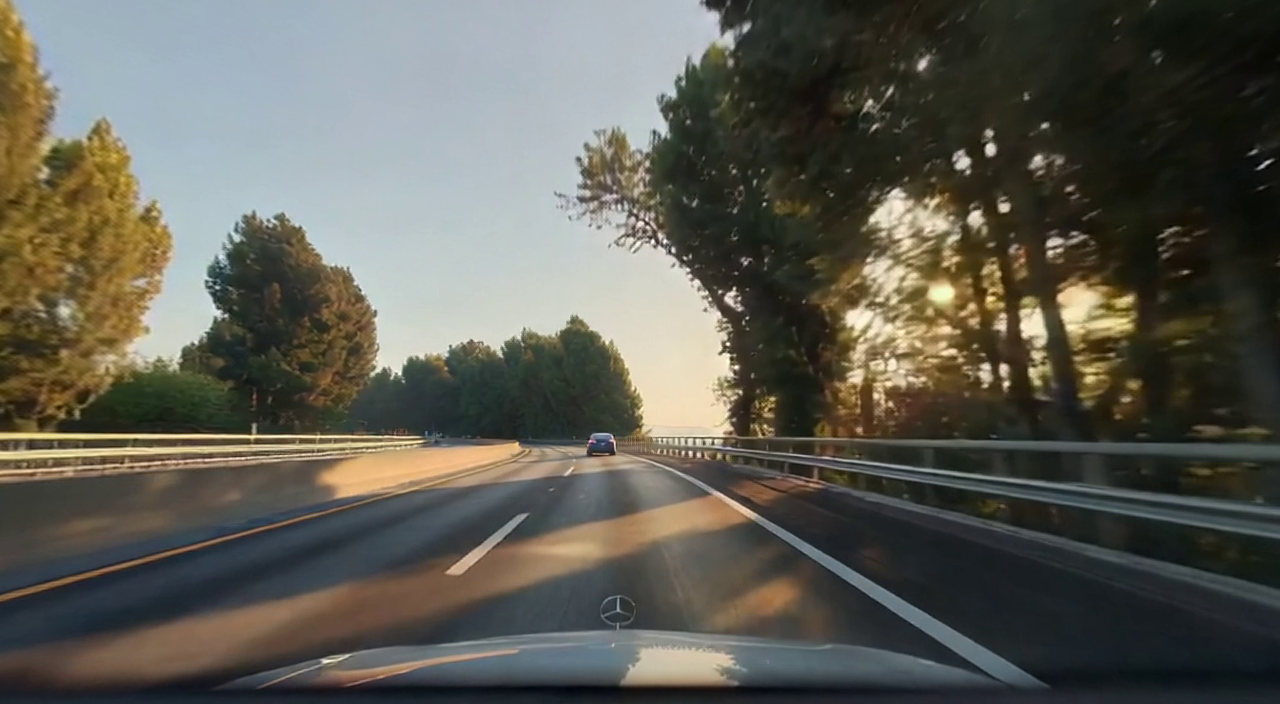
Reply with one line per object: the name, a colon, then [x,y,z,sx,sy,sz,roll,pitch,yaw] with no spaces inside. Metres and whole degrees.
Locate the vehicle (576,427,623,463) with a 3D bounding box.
vehicle: [-2.325,5.210,35.507,2.452,1.857,4.022,0,-8,-5]
